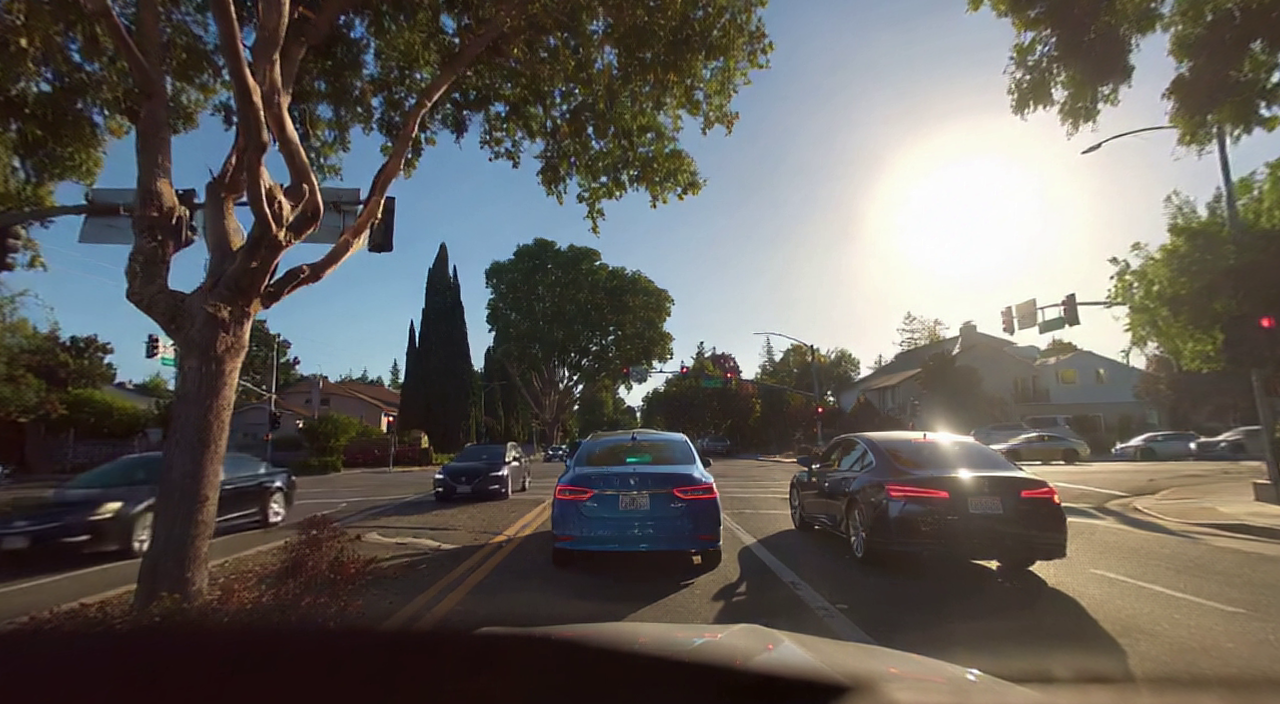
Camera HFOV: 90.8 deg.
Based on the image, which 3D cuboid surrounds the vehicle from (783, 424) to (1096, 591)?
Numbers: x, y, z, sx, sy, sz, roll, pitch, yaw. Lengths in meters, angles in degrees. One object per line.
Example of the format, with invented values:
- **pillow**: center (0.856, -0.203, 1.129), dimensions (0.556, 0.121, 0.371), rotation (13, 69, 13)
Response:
- **vehicle**: center (3.210, 1.732, 7.889), dimensions (1.913, 1.505, 4.097), rotation (0, -8, 1)

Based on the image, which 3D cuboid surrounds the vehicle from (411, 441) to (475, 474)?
- **vehicle**: center (-10.675, 5.741, 34.617), dimensions (1.973, 1.669, 4.434), rotation (0, -8, 1)

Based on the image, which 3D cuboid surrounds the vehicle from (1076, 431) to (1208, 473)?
- **vehicle**: center (23.985, 4.787, 30.315), dimensions (4.520, 1.762, 2.005), rotation (-2, -8, -1)

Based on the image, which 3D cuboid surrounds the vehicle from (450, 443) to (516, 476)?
- **vehicle**: center (-7.567, 5.210, 30.970), dimensions (2.003, 1.480, 4.633), rotation (0, -8, 0)

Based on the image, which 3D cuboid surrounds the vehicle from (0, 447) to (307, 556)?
- **vehicle**: center (-7.599, 2.254, 10.307), dimensions (2.040, 1.374, 4.150), rotation (0, -8, 0)

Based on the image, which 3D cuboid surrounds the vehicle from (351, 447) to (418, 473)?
- **vehicle**: center (-17.381, 7.319, 43.280), dimensions (1.893, 1.658, 4.474), rotation (-2, -9, 14)

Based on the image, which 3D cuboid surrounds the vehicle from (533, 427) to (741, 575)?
- **vehicle**: center (-0.056, 1.816, 8.509), dimensions (2.103, 1.478, 4.073), rotation (0, -8, -1)
